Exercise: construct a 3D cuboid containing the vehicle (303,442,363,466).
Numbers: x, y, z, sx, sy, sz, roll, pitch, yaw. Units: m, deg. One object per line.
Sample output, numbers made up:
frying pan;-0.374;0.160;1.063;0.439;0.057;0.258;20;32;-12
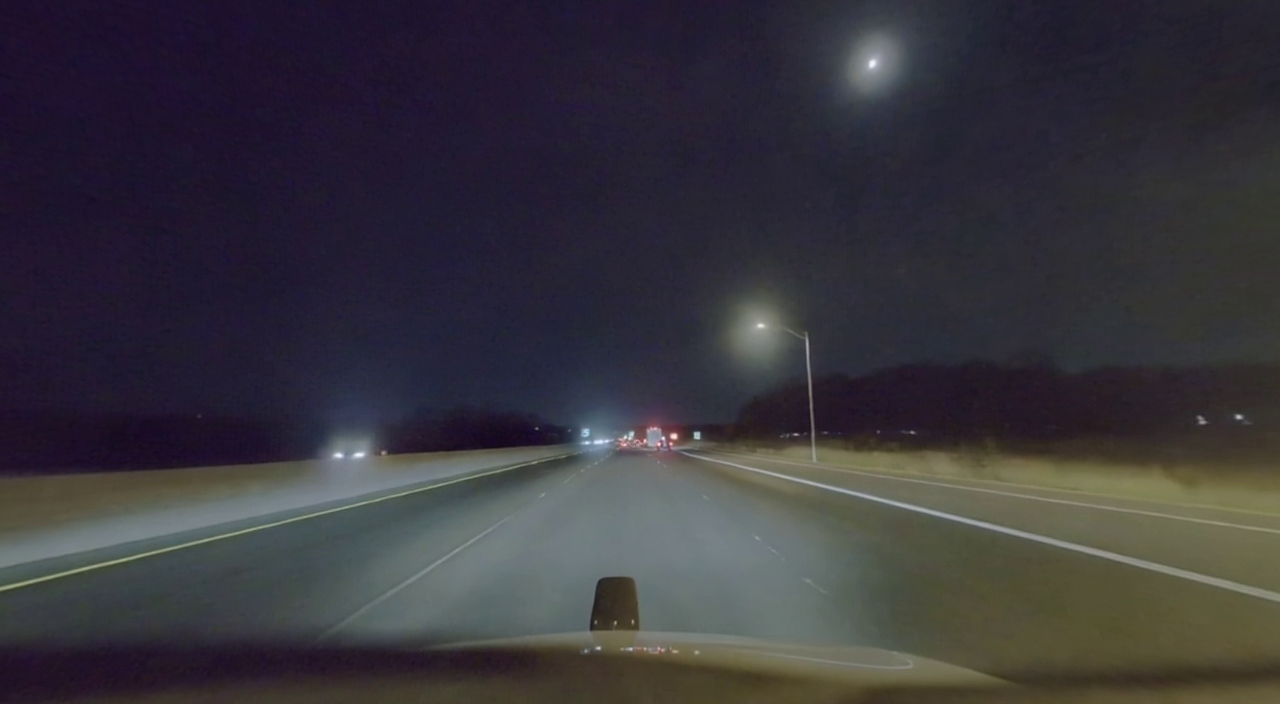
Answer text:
vehicle;-20.097;6.639;41.336;1.879;1.456;4.091;0;-8;0
